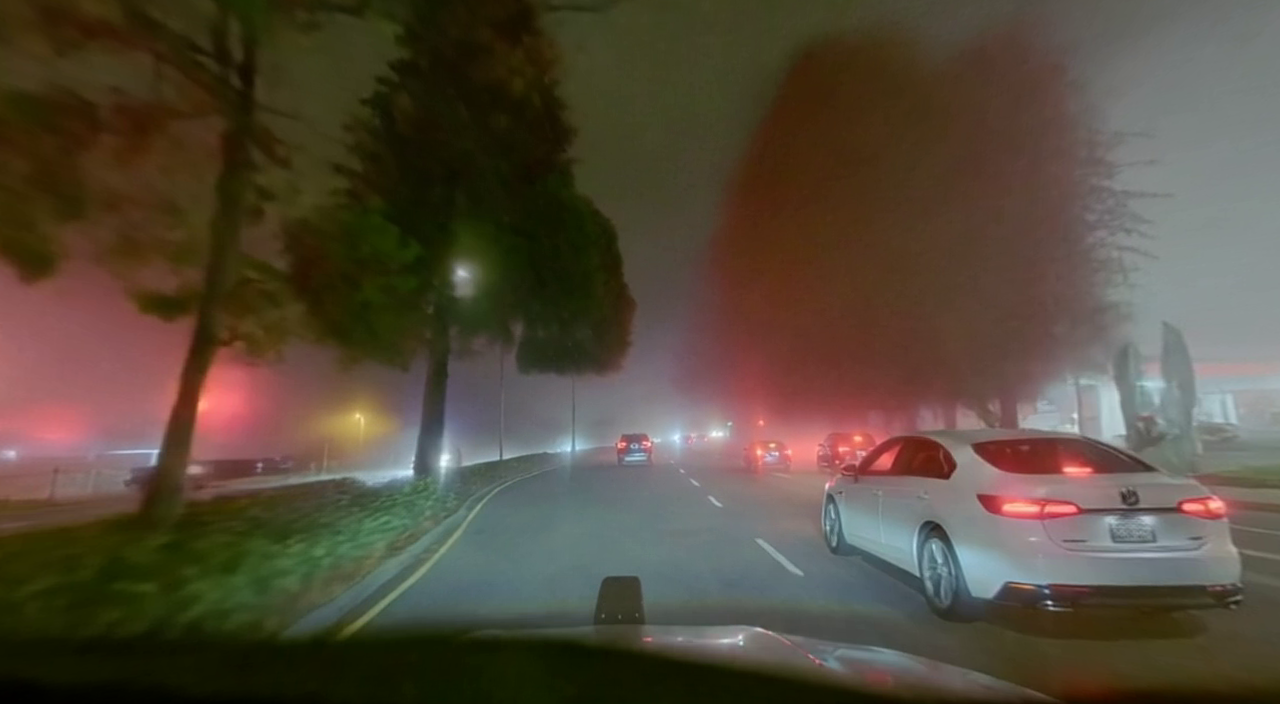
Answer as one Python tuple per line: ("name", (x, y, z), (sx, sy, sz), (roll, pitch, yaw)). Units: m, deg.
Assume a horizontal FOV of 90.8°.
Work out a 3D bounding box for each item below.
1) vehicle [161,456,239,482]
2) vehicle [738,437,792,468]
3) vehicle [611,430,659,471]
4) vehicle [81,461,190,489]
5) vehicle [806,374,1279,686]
("vehicle", (-30.267, 8.051, 43.536), (4.058, 1.535, 1.826), (-2, -8, -1))
("vehicle", (6.306, 5.111, 32.290), (1.883, 1.452, 4.258), (0, -8, 0))
("vehicle", (-0.217, 4.692, 30.127), (2.106, 1.798, 4.168), (0, -8, 0))
("vehicle", (-29.976, 7.297, 37.631), (4.689, 1.535, 2.042), (0, -8, -1))
("vehicle", (3.196, 1.273, 5.685), (2.153, 1.658, 4.485), (0, -8, 0))
